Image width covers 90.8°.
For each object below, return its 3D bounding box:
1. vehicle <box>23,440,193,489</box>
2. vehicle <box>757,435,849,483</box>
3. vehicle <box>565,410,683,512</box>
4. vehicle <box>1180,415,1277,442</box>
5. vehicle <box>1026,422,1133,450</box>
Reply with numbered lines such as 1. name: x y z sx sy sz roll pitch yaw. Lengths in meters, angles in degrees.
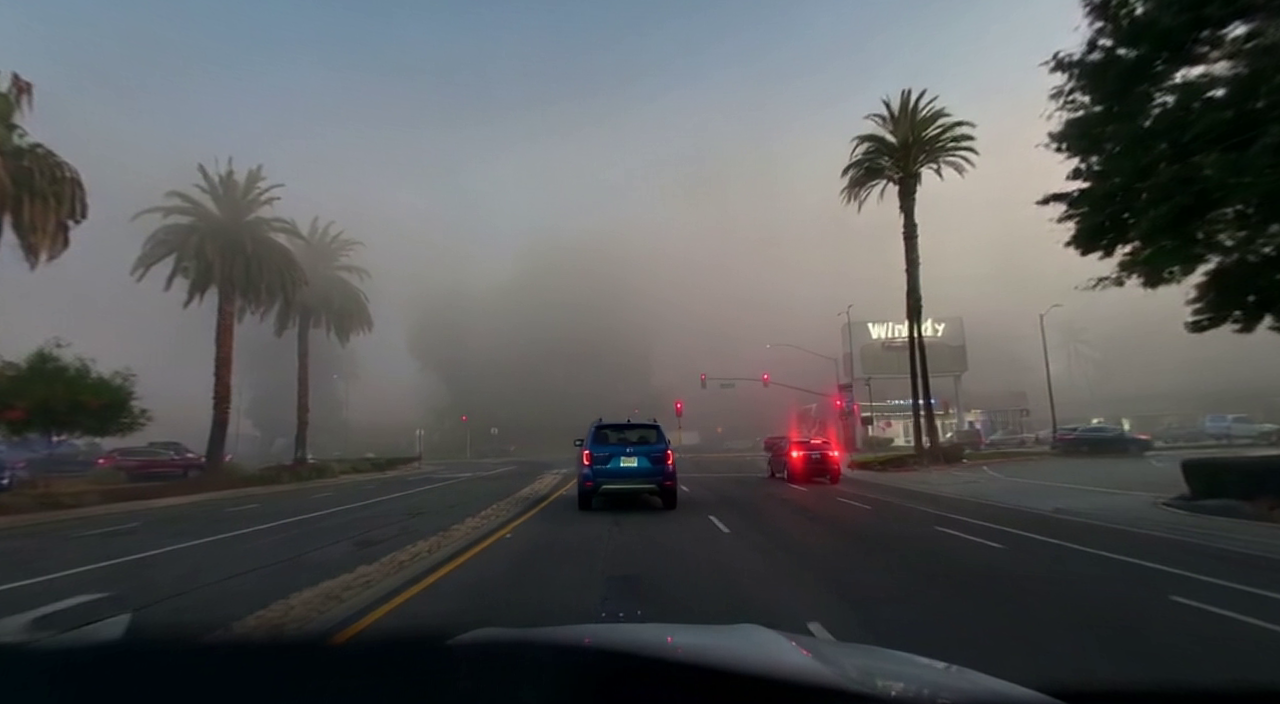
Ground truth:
1. vehicle: -19.324 4.074 23.101 4.510 1.682 1.902 0 -8 2
2. vehicle: 5.803 3.883 23.169 2.086 1.560 4.542 0 -8 -1
3. vehicle: -0.437 2.432 14.506 2.263 1.932 4.709 0 -8 -3
4. vehicle: 44.225 5.837 47.641 4.931 1.912 1.893 -5 -10 32
5. vehicle: 29.189 5.648 42.167 5.390 1.773 2.119 -3 -9 21
